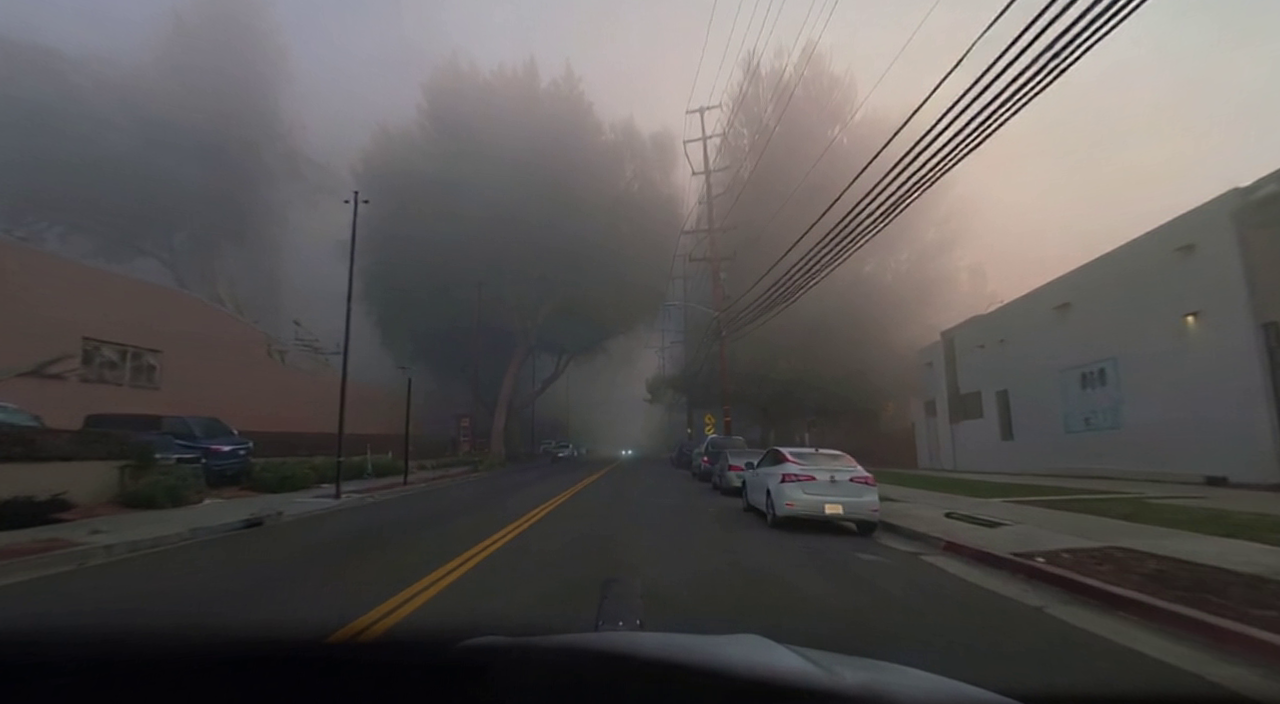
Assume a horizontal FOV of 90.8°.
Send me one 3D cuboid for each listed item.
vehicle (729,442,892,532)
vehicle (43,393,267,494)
[{"bbox_3d":[2.986,2.414,11.981,1.877,1.373,3.854,0,-8,-2],"label":"vehicle"},{"bbox_3d":[-15.466,2.961,20.901,2.715,2.789,6.225,0,-7,-4],"label":"vehicle"}]
